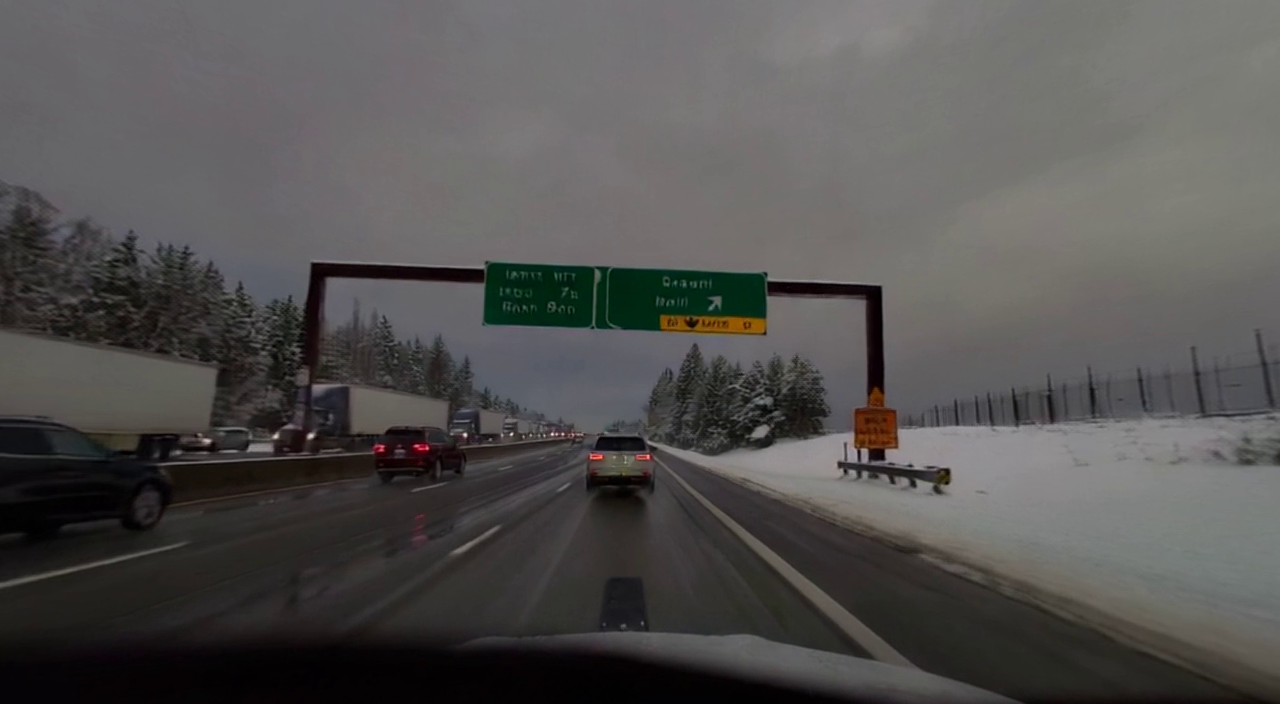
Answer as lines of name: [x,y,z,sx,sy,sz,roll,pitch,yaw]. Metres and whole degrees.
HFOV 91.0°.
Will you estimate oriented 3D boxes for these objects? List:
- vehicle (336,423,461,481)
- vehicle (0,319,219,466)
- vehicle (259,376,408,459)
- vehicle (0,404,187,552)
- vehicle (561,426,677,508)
vehicle: [-7.688,3.234,20.590,2.325,1.663,4.426,0,-8,0]
vehicle: [-18.945,1.294,18.415,2.886,3.979,15.186,0,-8,0]
vehicle: [-15.091,3.512,32.061,3.034,3.627,9.026,0,-8,0]
vehicle: [-7.728,1.422,7.277,2.088,1.531,3.791,0,-8,1]
vehicle: [-0.373,2.435,13.881,2.127,1.497,4.445,0,-8,0]
